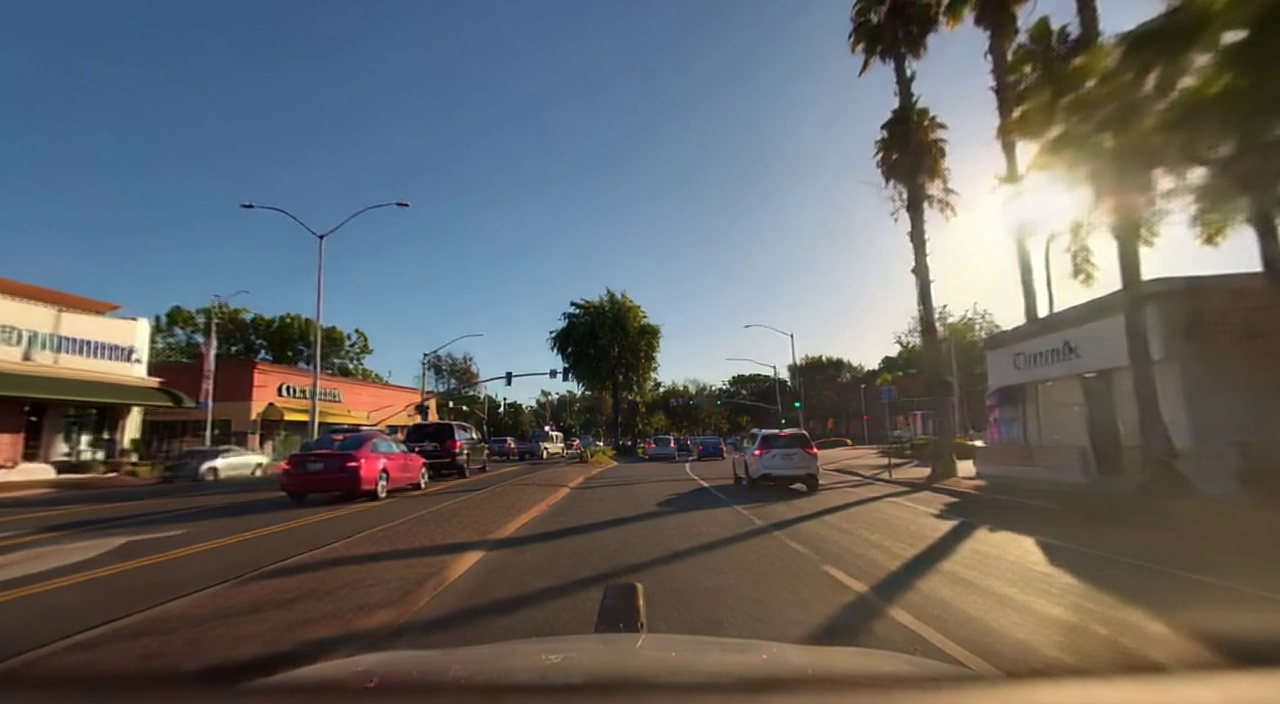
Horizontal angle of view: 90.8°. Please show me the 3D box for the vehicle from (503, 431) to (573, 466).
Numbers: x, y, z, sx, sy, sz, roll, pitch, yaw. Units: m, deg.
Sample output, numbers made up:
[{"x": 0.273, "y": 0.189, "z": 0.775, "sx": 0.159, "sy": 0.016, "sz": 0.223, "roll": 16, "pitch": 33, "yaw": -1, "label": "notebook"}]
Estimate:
[{"x": -5.390, "y": 5.200, "z": 34.163, "sx": 2.088, "sy": 1.746, "sz": 4.650, "roll": -2, "pitch": -9, "yaw": 13, "label": "vehicle"}]

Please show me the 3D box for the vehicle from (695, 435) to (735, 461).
[{"x": 4.614, "y": 5.949, "z": 39.316, "sx": 2.149, "sy": 1.532, "sz": 4.168, "roll": -1, "pitch": -8, "yaw": 2, "label": "vehicle"}]

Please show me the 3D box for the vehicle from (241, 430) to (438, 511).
[{"x": -6.385, "y": 2.564, "z": 14.257, "sx": 1.935, "sy": 1.483, "sz": 4.973, "roll": 0, "pitch": -8, "yaw": 1, "label": "vehicle"}]

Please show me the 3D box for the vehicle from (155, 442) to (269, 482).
[{"x": -20.095, "y": 5.159, "z": 29.958, "sx": 1.978, "sy": 1.693, "sz": 4.463, "roll": -1, "pitch": -8, "yaw": 5, "label": "vehicle"}]

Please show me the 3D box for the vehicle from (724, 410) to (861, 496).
[{"x": 3.798, "y": 2.653, "z": 16.911, "sx": 2.267, "sy": 1.931, "sz": 5.145, "roll": 0, "pitch": -8, "yaw": -1, "label": "vehicle"}]

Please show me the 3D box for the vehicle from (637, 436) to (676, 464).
[{"x": 0.991, "y": 5.478, "z": 35.468, "sx": 2.057, "sy": 1.492, "sz": 3.825, "roll": -1, "pitch": -8, "yaw": 4, "label": "vehicle"}]

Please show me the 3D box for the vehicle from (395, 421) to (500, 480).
[{"x": -6.774, "y": 3.536, "z": 22.865, "sx": 2.127, "sy": 1.888, "sz": 4.637, "roll": -1, "pitch": -8, "yaw": 2, "label": "vehicle"}]

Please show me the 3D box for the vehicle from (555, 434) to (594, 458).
[{"x": -4.793, "y": 6.997, "z": 46.907, "sx": 2.041, "sy": 1.660, "sz": 4.371, "roll": -1, "pitch": -8, "yaw": 6, "label": "vehicle"}]
